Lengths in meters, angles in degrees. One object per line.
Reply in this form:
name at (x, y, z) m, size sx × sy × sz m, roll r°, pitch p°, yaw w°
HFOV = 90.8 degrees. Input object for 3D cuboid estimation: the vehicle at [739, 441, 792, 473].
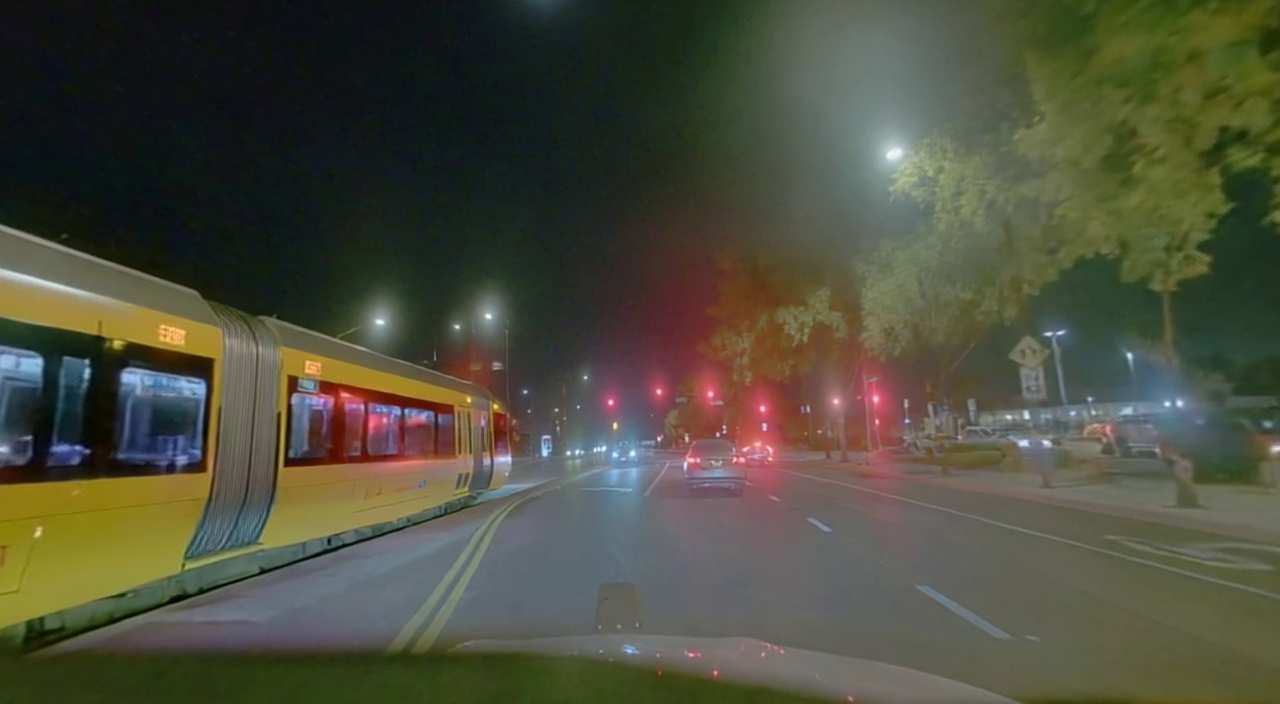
vehicle at (6.107, 5.154, 31.231) m, size 1.944 × 1.447 × 4.392 m, roll 0°, pitch -8°, yaw 3°

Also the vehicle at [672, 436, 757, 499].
vehicle at (1.868, 3.056, 17.149) m, size 2.002 × 1.471 × 4.337 m, roll 0°, pitch -8°, yaw 3°

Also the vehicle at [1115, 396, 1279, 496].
vehicle at (14.902, 2.232, 15.615) m, size 2.221 × 2.116 × 5.535 m, roll -2°, pitch -7°, yaw 4°

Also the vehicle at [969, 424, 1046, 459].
vehicle at (21.735, 5.322, 37.593) m, size 2.116 × 1.937 × 4.515 m, roll -1°, pitch -8°, yaw 5°

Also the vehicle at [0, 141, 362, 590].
vehicle at (-6.816, 0.008, 4.428) m, size 2.897 × 3.700 × 13.528 m, roll -1°, pitch -7°, yaw 4°

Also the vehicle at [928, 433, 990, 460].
vehicle at (19.265, 5.726, 38.377) m, size 1.831 × 1.545 × 3.872 m, roll 0°, pitch -8°, yaw 2°

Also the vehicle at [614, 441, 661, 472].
vehicle at (-0.059, 5.284, 32.209) m, size 2.118 × 1.478 × 4.076 m, roll -1°, pitch -8°, yaw 4°
